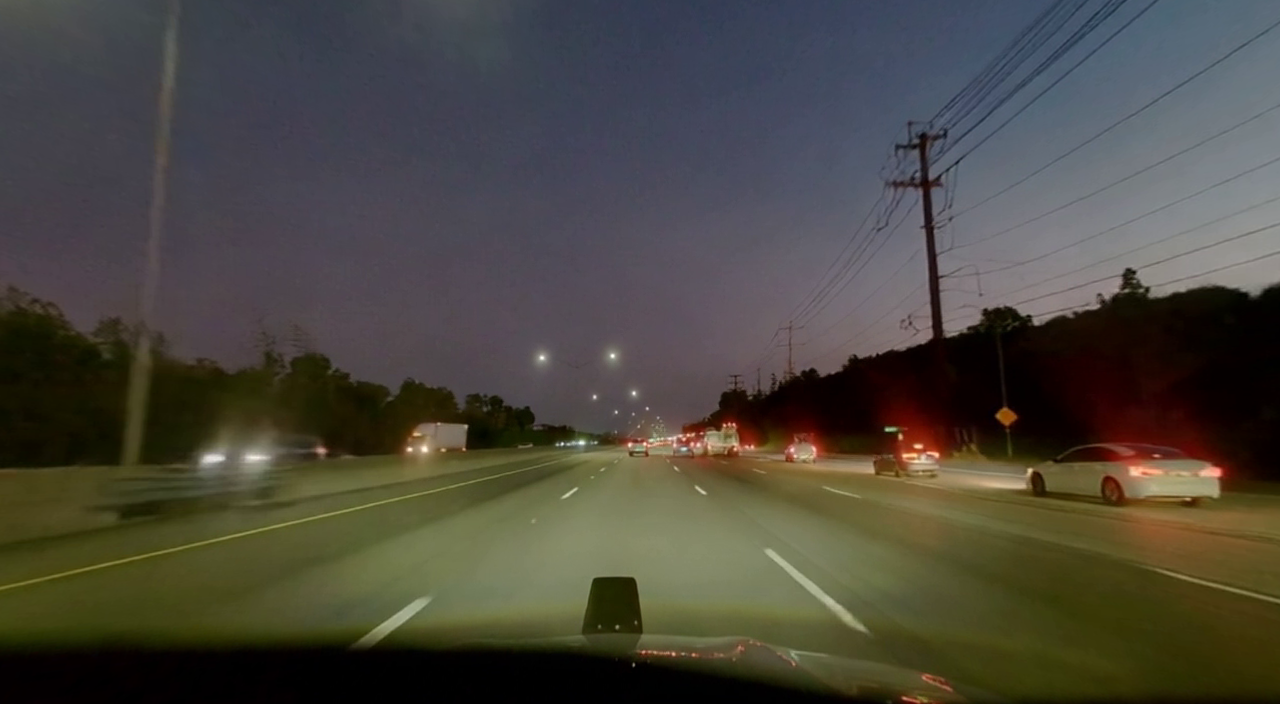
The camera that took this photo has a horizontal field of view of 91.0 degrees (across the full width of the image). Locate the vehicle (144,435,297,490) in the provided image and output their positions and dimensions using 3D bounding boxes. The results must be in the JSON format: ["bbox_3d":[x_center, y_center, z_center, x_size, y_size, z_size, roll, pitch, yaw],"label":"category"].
[{"bbox_3d":[-13.421,3.543,20.552,1.928,1.574,4.428,0,-9,0],"label":"vehicle"}]

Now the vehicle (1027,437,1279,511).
[{"bbox_3d":[11.718,2.790,14.953,2.076,1.470,4.644,0,-9,0],"label":"vehicle"}]
